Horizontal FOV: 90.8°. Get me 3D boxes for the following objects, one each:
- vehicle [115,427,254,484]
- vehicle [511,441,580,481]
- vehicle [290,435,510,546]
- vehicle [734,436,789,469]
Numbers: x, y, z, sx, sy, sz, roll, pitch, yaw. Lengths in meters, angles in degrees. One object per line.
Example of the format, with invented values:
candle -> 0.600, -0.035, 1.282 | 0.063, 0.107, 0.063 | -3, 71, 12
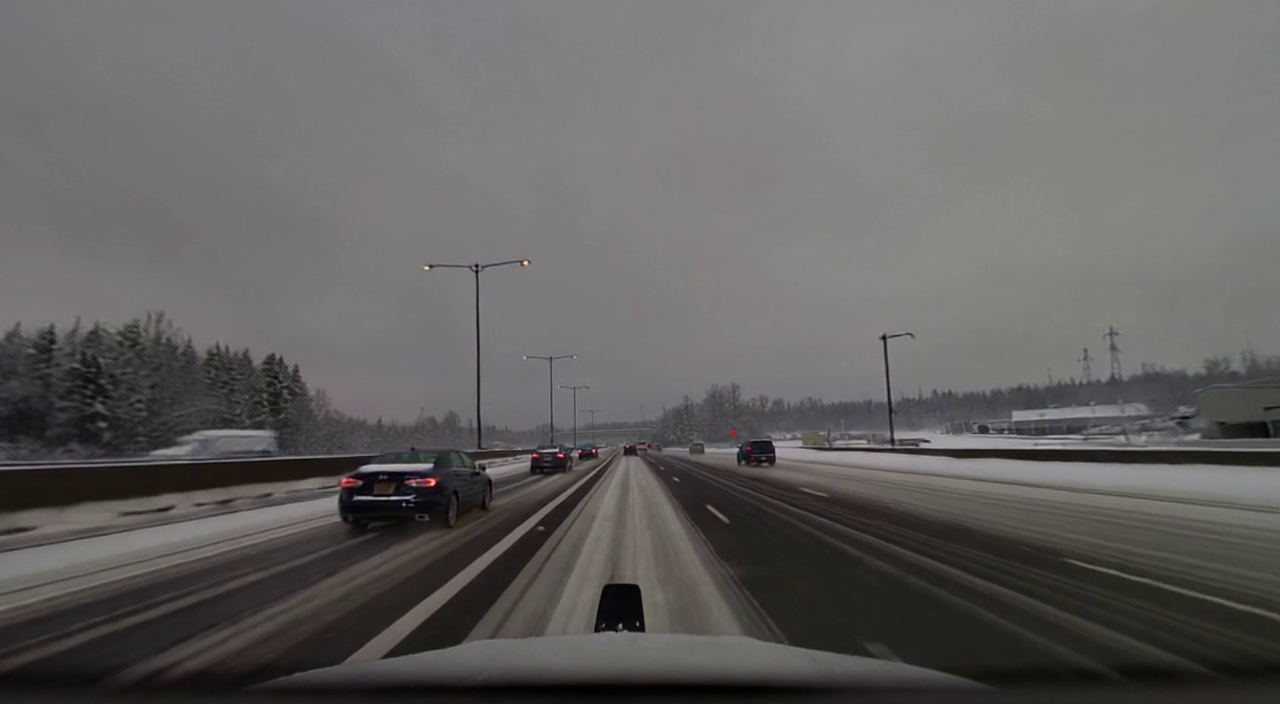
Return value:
vehicle -> -28.449, 6.515, 40.094 | 2.781, 3.248, 7.960 | 0, -9, 0
vehicle -> -3.758, 4.457, 26.037 | 2.047, 1.469, 4.614 | 0, -9, 1
vehicle -> -3.594, 2.151, 10.476 | 1.959, 1.433, 4.291 | 0, -9, 0
vehicle -> 6.840, 5.720, 36.129 | 2.147, 1.769, 4.666 | 0, -9, -1
